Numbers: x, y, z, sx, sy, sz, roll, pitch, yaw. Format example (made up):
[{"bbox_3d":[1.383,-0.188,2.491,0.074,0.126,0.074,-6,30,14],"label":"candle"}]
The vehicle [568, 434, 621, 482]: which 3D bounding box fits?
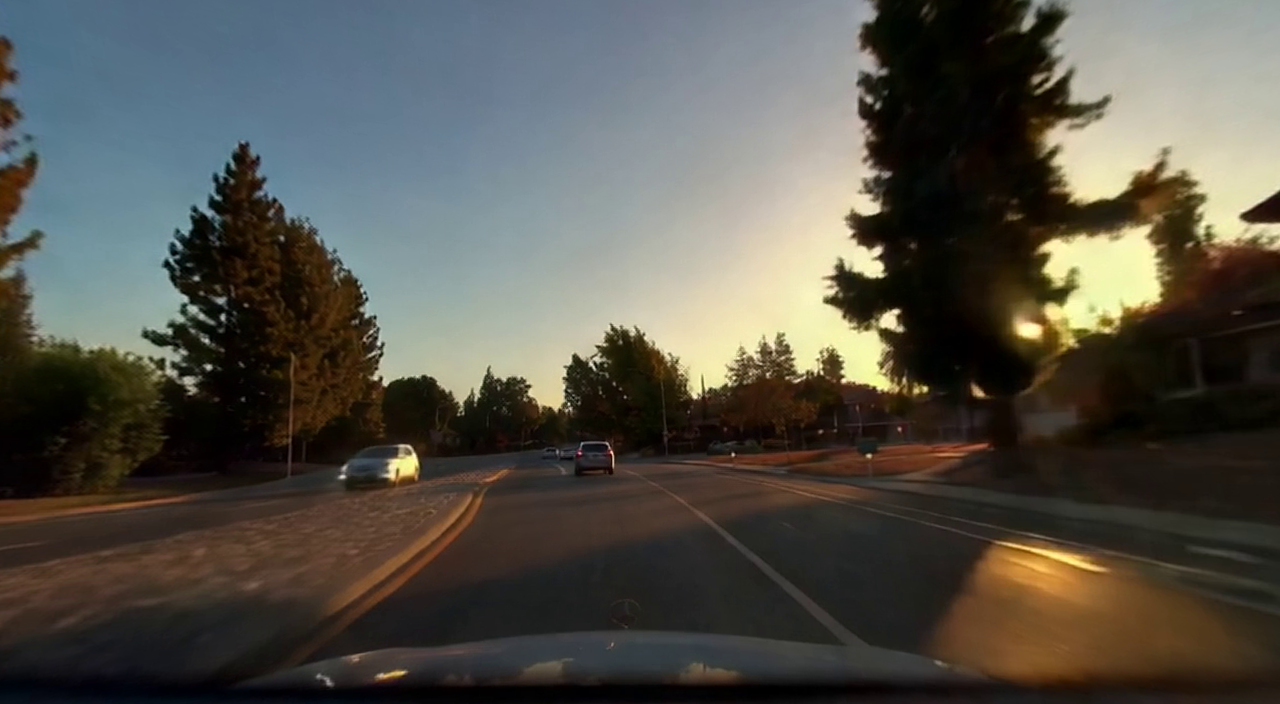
[{"bbox_3d":[-2.159,4.822,28.835,2.072,2.002,4.391,1,-9,-9],"label":"vehicle"}]
